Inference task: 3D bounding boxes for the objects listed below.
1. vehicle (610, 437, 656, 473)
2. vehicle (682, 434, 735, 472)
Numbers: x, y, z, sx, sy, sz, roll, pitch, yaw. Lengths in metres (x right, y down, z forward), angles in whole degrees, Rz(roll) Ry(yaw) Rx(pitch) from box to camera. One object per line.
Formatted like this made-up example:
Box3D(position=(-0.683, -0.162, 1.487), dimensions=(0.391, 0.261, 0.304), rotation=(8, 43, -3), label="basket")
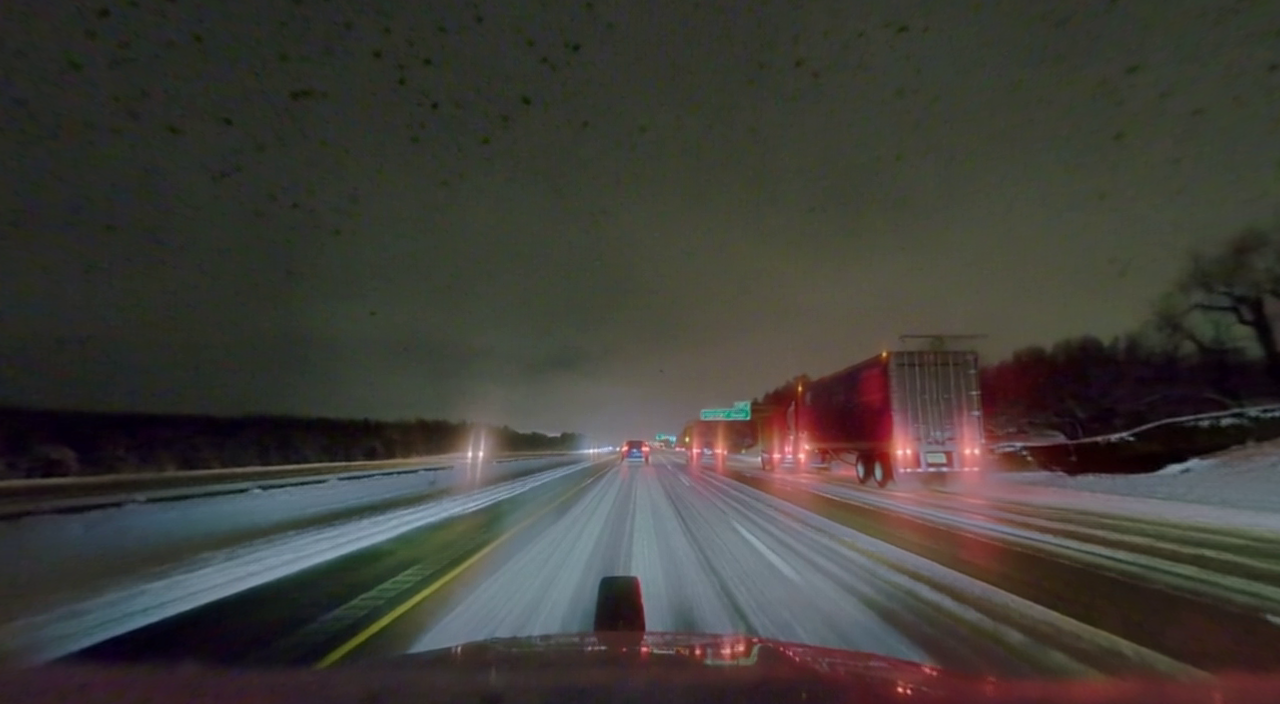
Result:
Box3D(position=(-0.303, 5.196, 31.853), dimensions=(2.142, 1.664, 4.076), rotation=(0, -9, 1), label="vehicle")
Box3D(position=(3.587, 5.428, 33.950), dimensions=(2.269, 1.839, 4.554), rotation=(0, -9, -1), label="vehicle")
